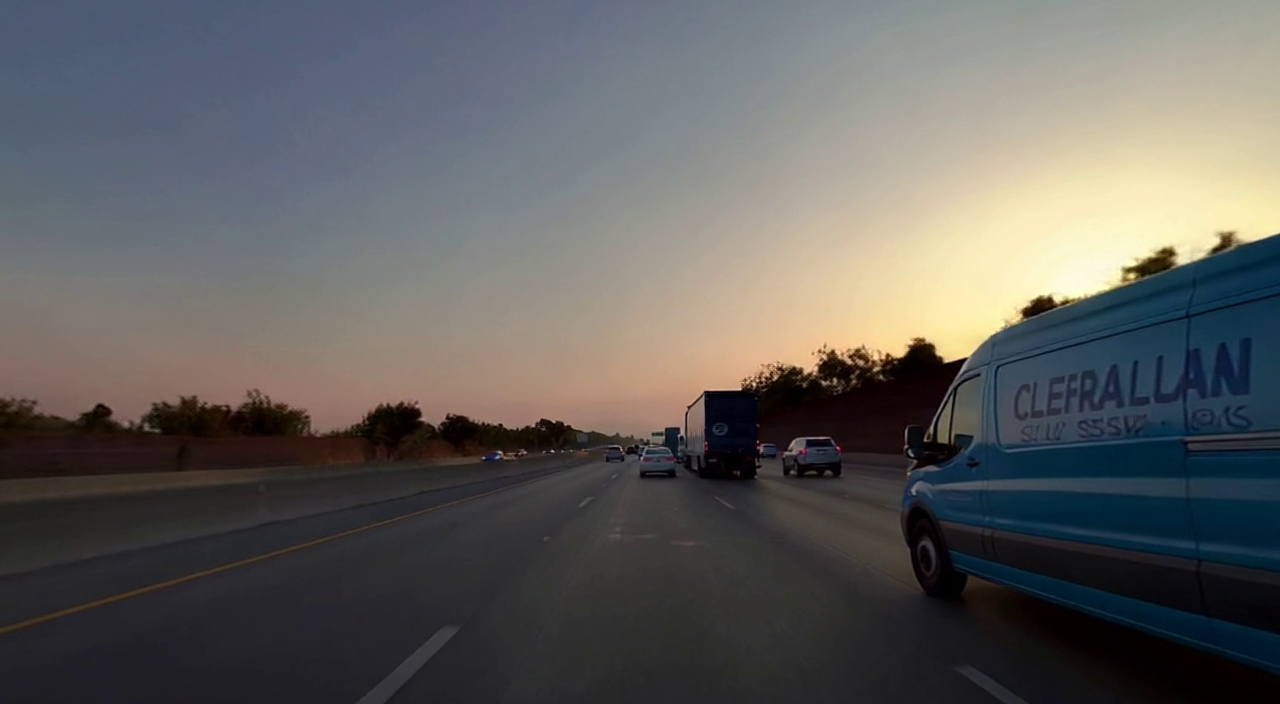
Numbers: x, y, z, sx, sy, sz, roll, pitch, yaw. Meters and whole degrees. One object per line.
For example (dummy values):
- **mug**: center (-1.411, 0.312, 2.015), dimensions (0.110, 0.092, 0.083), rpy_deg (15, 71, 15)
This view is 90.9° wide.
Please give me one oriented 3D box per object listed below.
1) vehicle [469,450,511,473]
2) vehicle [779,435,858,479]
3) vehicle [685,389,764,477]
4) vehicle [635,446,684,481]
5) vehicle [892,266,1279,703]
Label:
- **vehicle**: center (-11.652, 8.499, 49.356), dimensions (2.058, 1.678, 4.584), rpy_deg (0, -9, 1)
- **vehicle**: center (7.847, 4.668, 28.186), dimensions (2.144, 1.769, 4.540), rpy_deg (0, -9, 0)
- **vehicle**: center (4.393, 4.717, 35.771), dimensions (2.821, 4.077, 12.562), rpy_deg (0, -9, 0)
- **vehicle**: center (0.813, 5.099, 29.236), dimensions (2.063, 1.469, 4.208), rpy_deg (0, -9, -1)
- **vehicle**: center (3.792, 0.797, 3.383), dimensions (2.441, 2.017, 5.739), rpy_deg (0, -9, 0)
